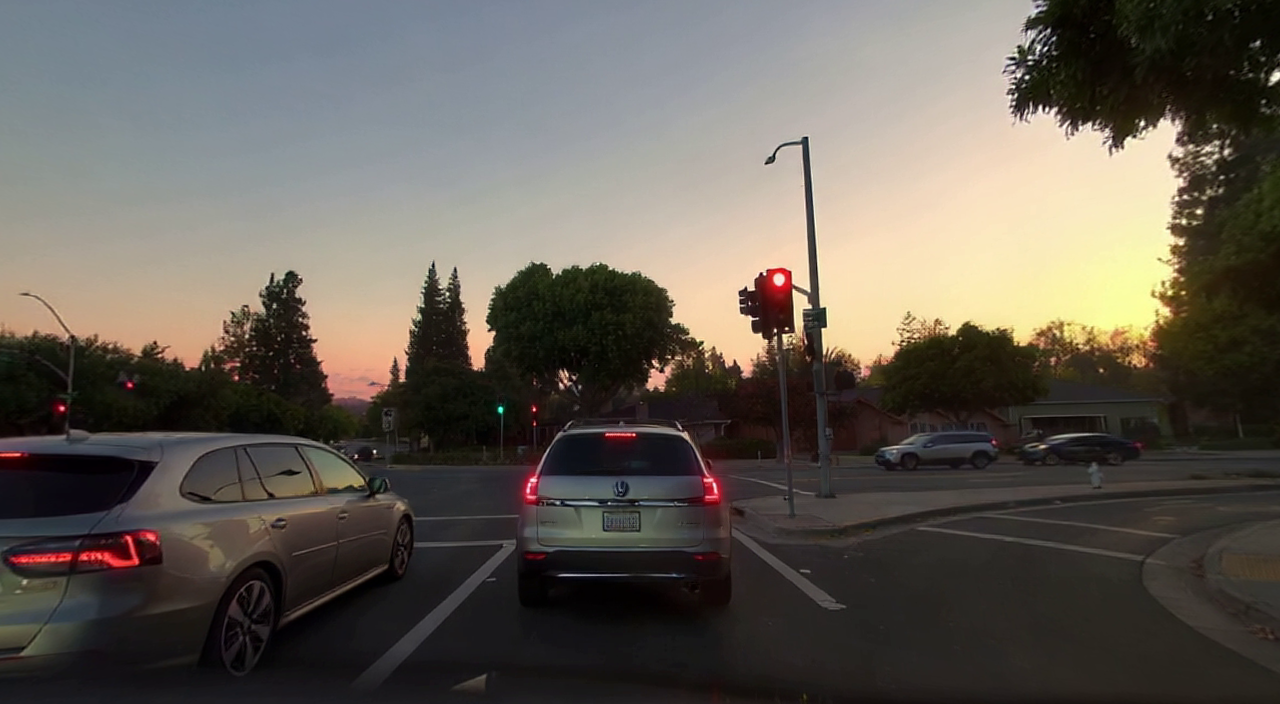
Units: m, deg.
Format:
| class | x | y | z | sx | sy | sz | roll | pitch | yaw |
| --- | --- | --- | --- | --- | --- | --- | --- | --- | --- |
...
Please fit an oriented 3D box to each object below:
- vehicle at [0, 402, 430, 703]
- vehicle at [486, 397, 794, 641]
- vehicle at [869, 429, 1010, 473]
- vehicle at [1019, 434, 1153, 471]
| class | x | y | z | sx | sy | sz | roll | pitch | yaw |
| --- | --- | --- | --- | --- | --- | --- | --- | --- | --- |
| vehicle | -3.301 | 1.272 | 4.730 | 2.035 | 1.492 | 4.415 | 0 | -9 | -2 |
| vehicle | -0.141 | 1.470 | 6.567 | 2.154 | 1.670 | 4.140 | 1 | -9 | -4 |
| vehicle | 12.562 | 4.197 | 26.809 | 4.887 | 1.769 | 2.035 | -1 | -9 | 5 |
| vehicle | 20.621 | 4.650 | 29.399 | 4.639 | 1.621 | 1.867 | -1 | -9 | 6 |
